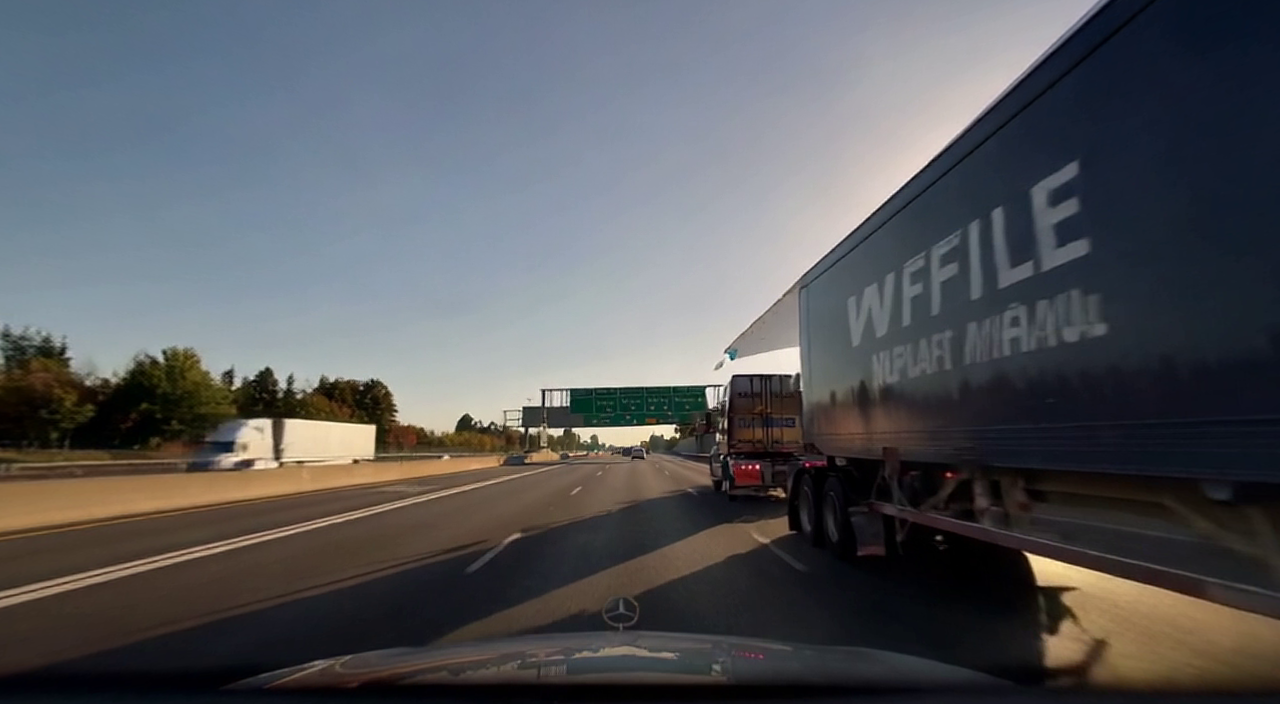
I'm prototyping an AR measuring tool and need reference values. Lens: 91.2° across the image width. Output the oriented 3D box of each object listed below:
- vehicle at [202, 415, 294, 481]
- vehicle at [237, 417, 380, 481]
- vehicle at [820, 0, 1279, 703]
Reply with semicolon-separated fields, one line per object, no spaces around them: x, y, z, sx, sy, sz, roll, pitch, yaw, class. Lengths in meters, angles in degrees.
-23.324;5.743;37.493;2.904;3.739;3.648;0;-9;0;vehicle
-23.280;7.041;45.550;2.896;3.850;14.049;0;-9;-1;vehicle
4.006;0.054;4.246;2.869;4.013;8.610;0;-9;0;vehicle
